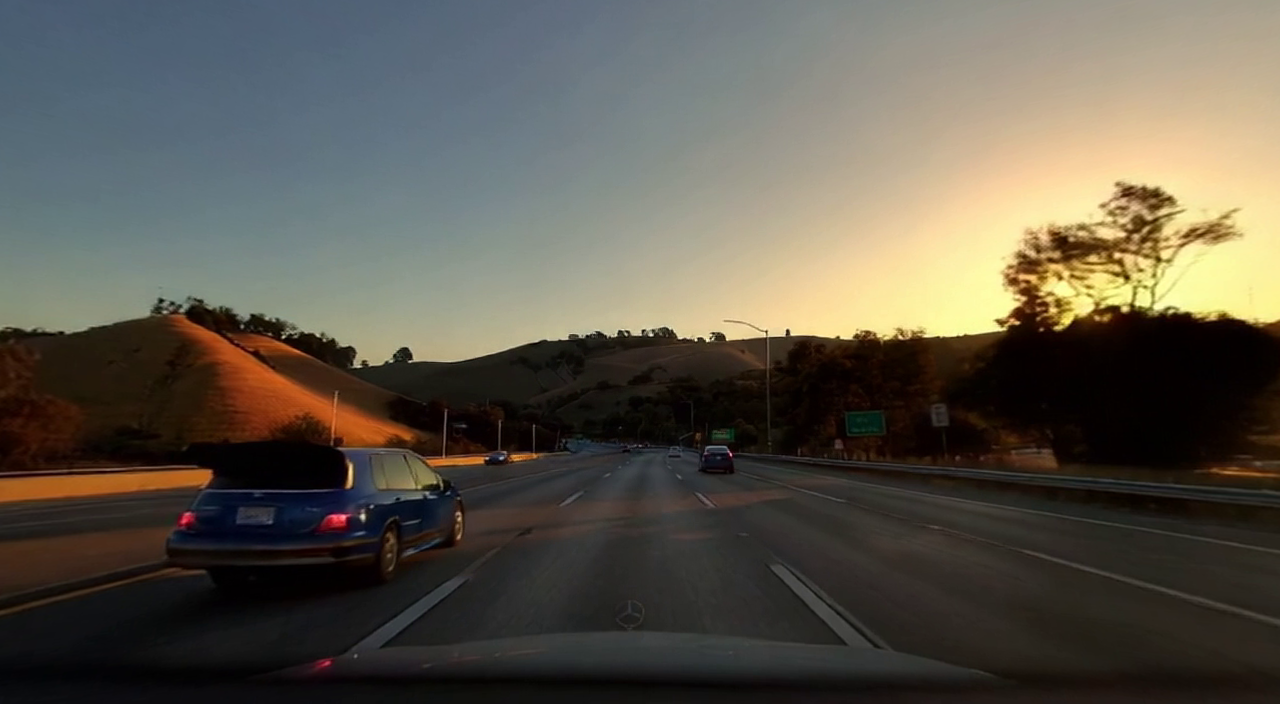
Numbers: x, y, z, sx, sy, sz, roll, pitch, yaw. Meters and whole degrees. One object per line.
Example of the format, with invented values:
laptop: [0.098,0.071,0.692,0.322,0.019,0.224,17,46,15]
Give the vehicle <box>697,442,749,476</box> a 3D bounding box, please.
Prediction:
vehicle: [3.888,5.073,30.235,1.916,1.469,4.481,0,-8,0]
